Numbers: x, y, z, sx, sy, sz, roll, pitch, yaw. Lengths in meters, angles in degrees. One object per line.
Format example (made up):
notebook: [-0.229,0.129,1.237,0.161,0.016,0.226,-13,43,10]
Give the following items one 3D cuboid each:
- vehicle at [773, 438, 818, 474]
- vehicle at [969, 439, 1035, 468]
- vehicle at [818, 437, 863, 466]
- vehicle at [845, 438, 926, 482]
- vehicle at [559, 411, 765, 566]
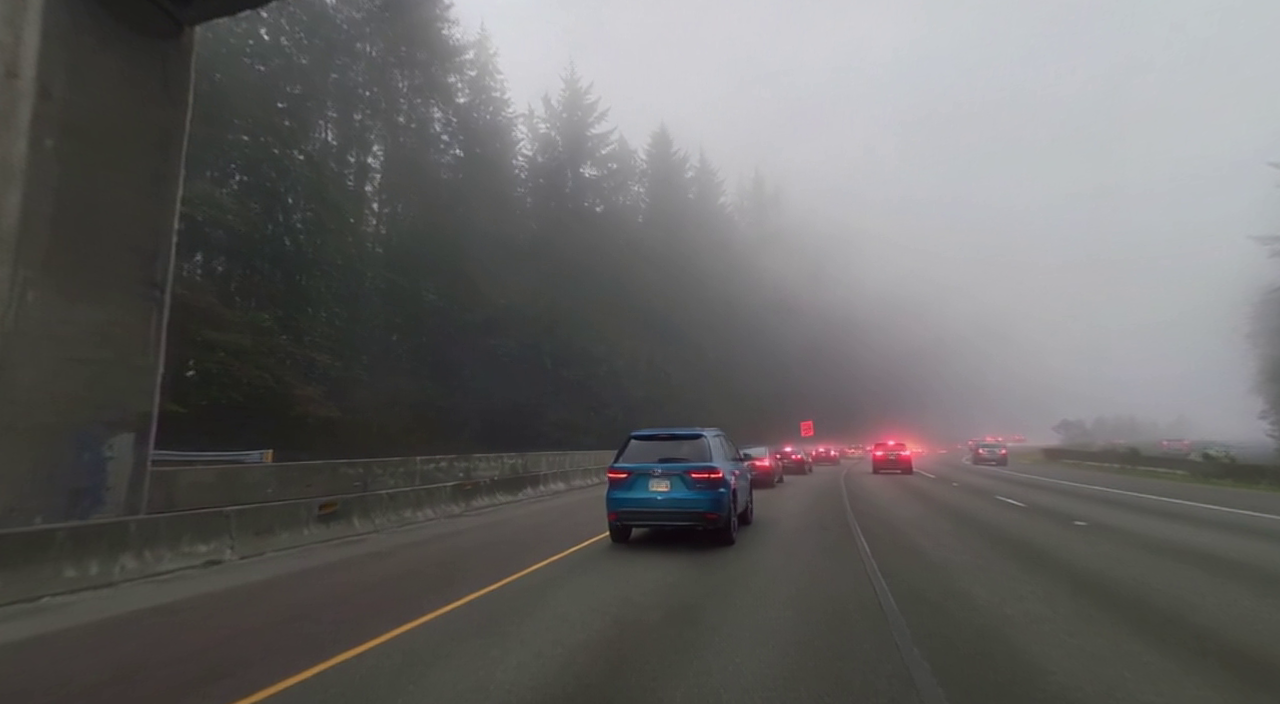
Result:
vehicle: [6.850,4.561,27.749,1.755,1.457,3.686,-2,-8,13]
vehicle: [20.093,5.615,35.153,1.990,1.478,4.475,-2,-8,14]
vehicle: [11.886,5.912,37.572,1.857,1.584,3.976,-1,-8,8]
vehicle: [8.983,3.956,23.433,1.962,1.442,4.536,-2,-8,11]
vehicle: [0.584,1.780,9.005,2.021,1.635,4.085,-2,-9,15]
